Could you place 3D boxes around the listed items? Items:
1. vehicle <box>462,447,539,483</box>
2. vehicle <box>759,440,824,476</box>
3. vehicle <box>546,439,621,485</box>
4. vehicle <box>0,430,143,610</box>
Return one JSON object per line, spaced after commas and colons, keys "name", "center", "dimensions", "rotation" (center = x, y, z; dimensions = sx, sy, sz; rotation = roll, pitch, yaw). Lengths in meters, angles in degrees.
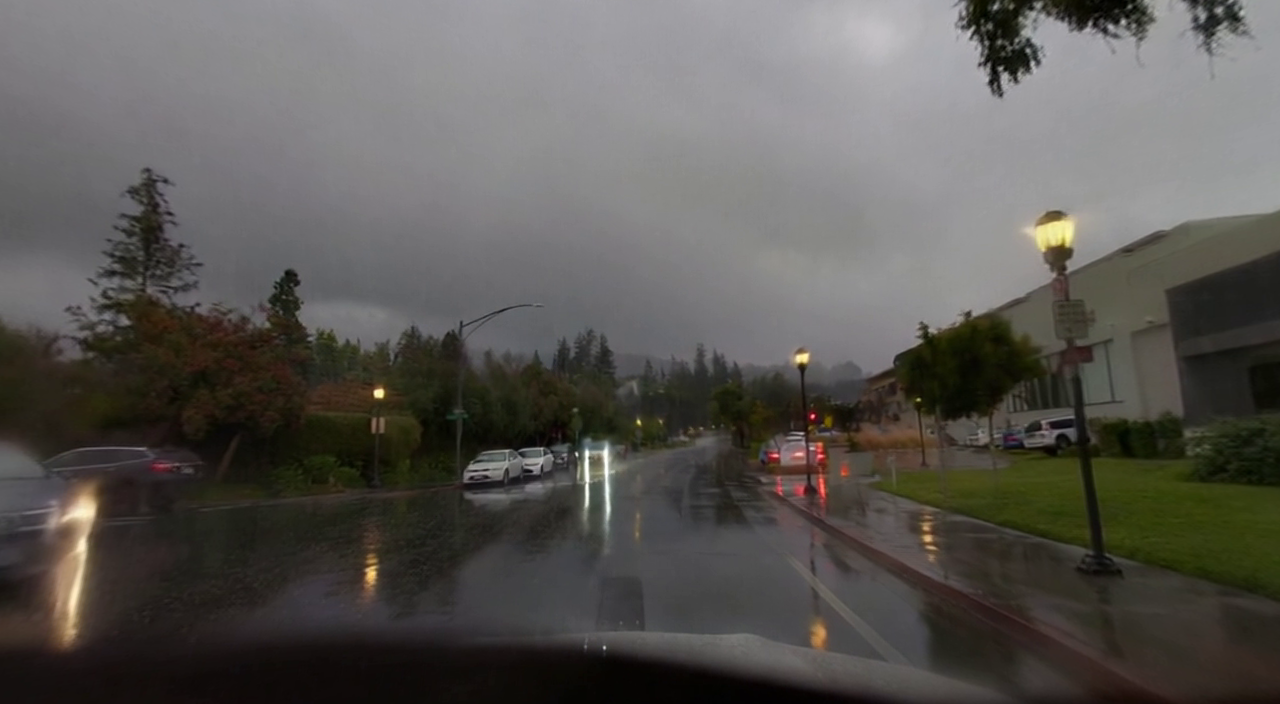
{"name": "vehicle", "center": [-6.047, 4.942, 27.947], "dimensions": [1.968, 1.443, 4.358], "rotation": [-1, -9, 6]}
{"name": "vehicle", "center": [6.715, 4.743, 28.544], "dimensions": [1.918, 1.461, 4.419], "rotation": [0, -9, 1]}
{"name": "vehicle", "center": [-2.131, 4.341, 25.311], "dimensions": [2.110, 1.651, 4.410], "rotation": [-1, -9, 7]}
{"name": "vehicle", "center": [-7.641, 1.695, 6.815], "dimensions": [4.141, 1.620, 1.876], "rotation": [-5, -10, 27]}
